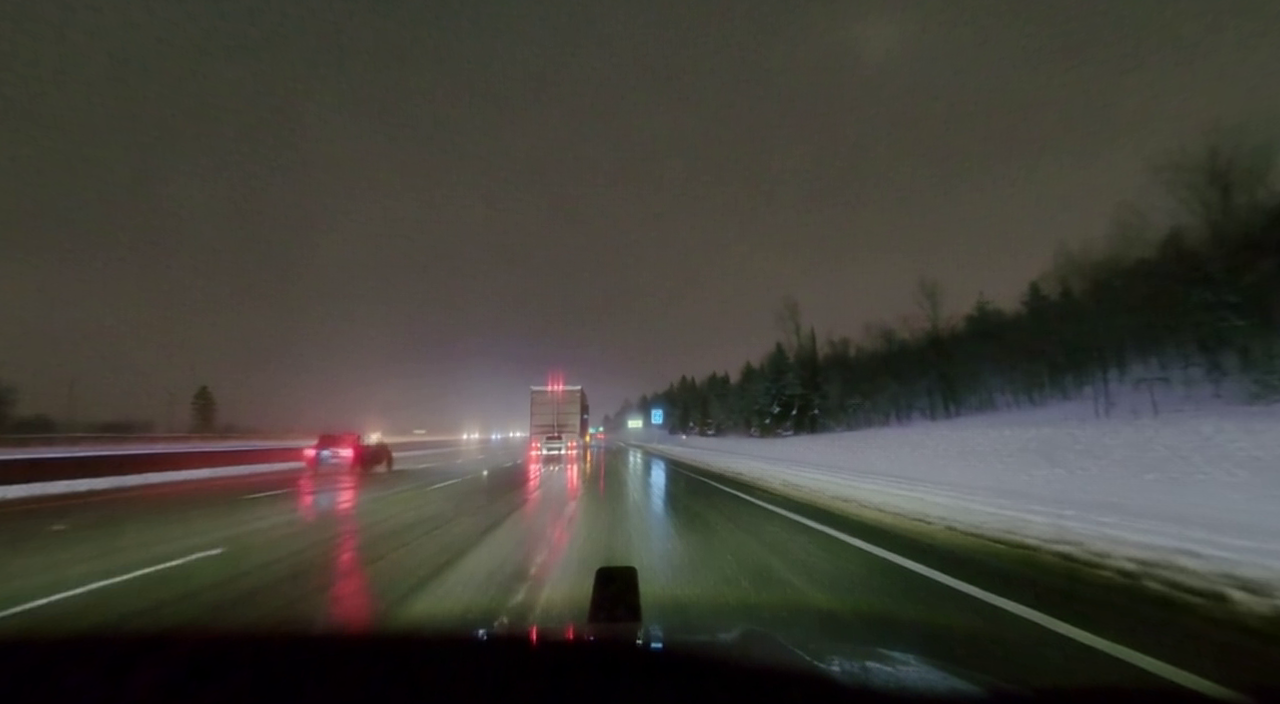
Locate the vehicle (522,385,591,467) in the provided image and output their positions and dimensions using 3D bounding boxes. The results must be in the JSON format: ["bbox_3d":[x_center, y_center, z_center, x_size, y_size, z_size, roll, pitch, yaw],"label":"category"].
[{"bbox_3d":[-4.623,4.548,37.321,3.002,3.987,12.477,1,-8,-3],"label":"vehicle"}]

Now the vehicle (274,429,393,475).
[{"bbox_3d":[-11.189,3.675,23.422,2.138,1.531,4.864,0,-8,-2],"label":"vehicle"}]
